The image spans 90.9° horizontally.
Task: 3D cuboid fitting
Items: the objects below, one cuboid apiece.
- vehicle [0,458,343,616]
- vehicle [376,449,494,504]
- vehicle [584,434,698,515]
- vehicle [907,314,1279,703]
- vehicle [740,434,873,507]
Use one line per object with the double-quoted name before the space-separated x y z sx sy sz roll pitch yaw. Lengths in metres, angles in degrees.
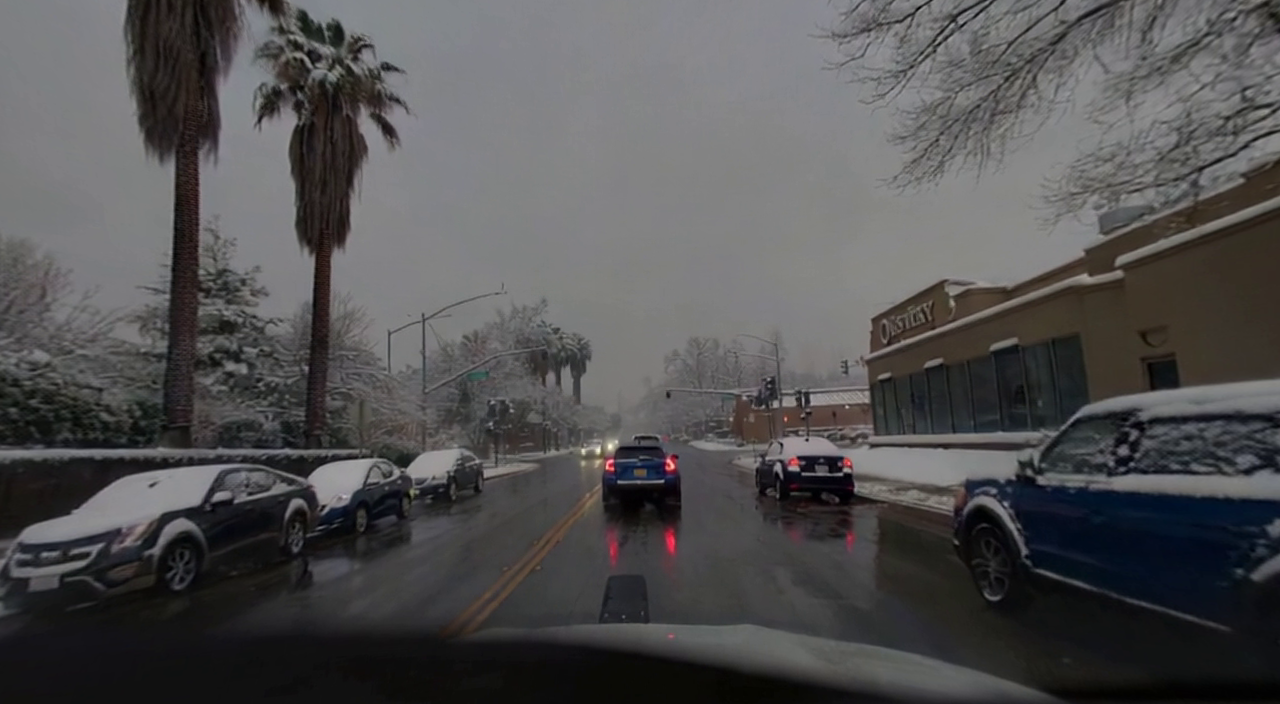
"vehicle" -6.141 2.270 8.726 1.850 1.482 4.454 0 -8 1
"vehicle" -6.344 3.887 20.174 2.105 1.469 4.693 0 -8 1
"vehicle" -0.006 2.511 13.520 2.060 1.452 4.078 0 -8 -1
"vehicle" 3.632 0.895 3.525 2.099 1.786 5.198 0 -8 1
"vehicle" 3.607 2.635 14.584 1.821 1.417 4.454 0 -8 0
